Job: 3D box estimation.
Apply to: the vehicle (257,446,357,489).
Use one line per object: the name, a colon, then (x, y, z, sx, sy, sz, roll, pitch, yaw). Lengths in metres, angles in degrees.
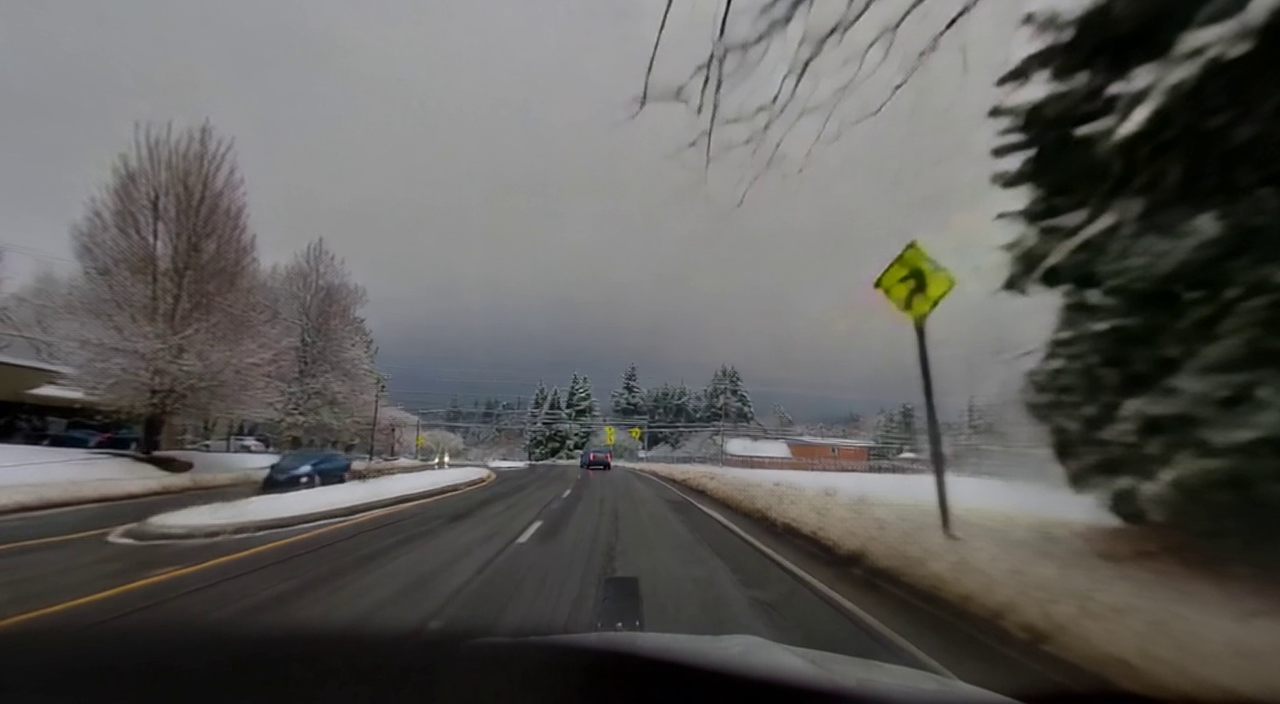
vehicle: (-12.792, 4.423, 24.582, 1.793, 1.486, 4.048, 0, -9, -2)

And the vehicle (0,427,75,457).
vehicle: (-35.237, 5.218, 36.476, 4.083, 1.464, 1.747, -2, -16, 16)

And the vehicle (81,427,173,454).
vehicle: (-34.007, 5.921, 41.907, 4.506, 1.654, 2.239, -3, -10, 12)
